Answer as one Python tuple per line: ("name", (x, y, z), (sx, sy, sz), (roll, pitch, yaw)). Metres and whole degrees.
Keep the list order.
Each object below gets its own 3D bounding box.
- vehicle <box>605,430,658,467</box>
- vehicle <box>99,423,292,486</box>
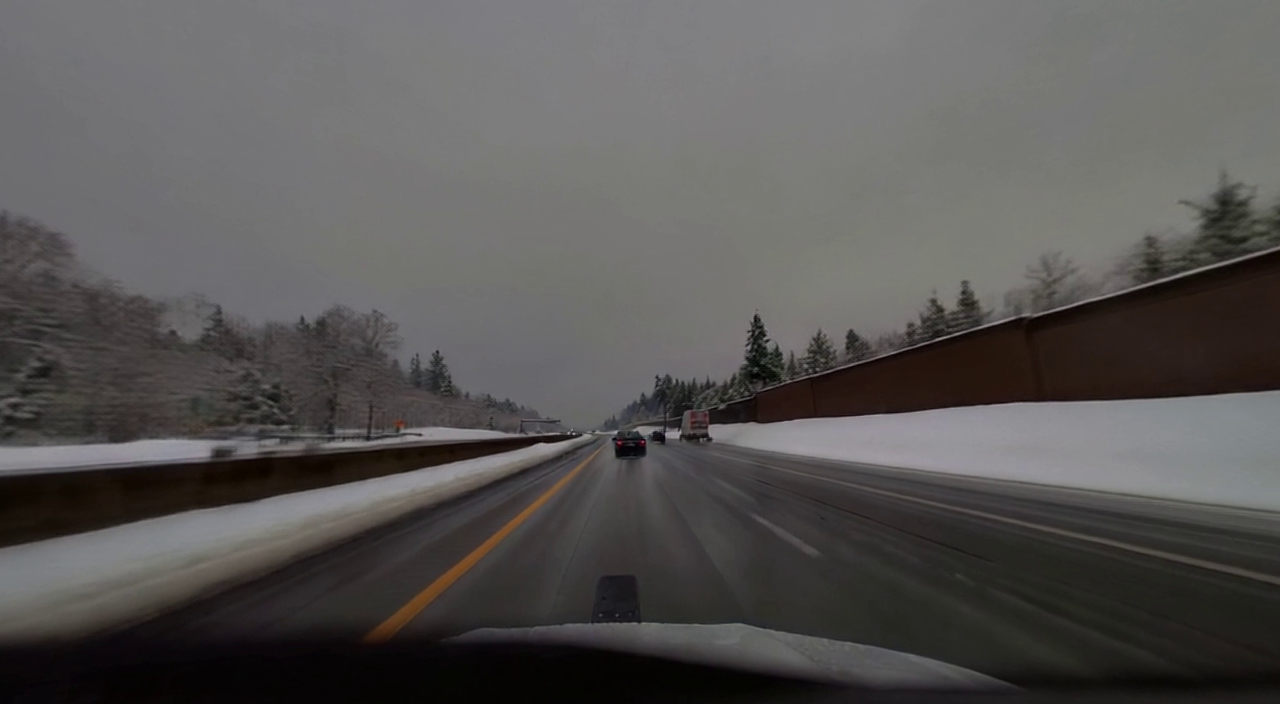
("vehicle", (-0.412, 4.190, 27.591), (2.119, 1.480, 4.000), (0, -8, -2))
("vehicle", (-12.079, 2.794, 17.638), (1.984, 1.501, 4.739), (0, -8, -1))
